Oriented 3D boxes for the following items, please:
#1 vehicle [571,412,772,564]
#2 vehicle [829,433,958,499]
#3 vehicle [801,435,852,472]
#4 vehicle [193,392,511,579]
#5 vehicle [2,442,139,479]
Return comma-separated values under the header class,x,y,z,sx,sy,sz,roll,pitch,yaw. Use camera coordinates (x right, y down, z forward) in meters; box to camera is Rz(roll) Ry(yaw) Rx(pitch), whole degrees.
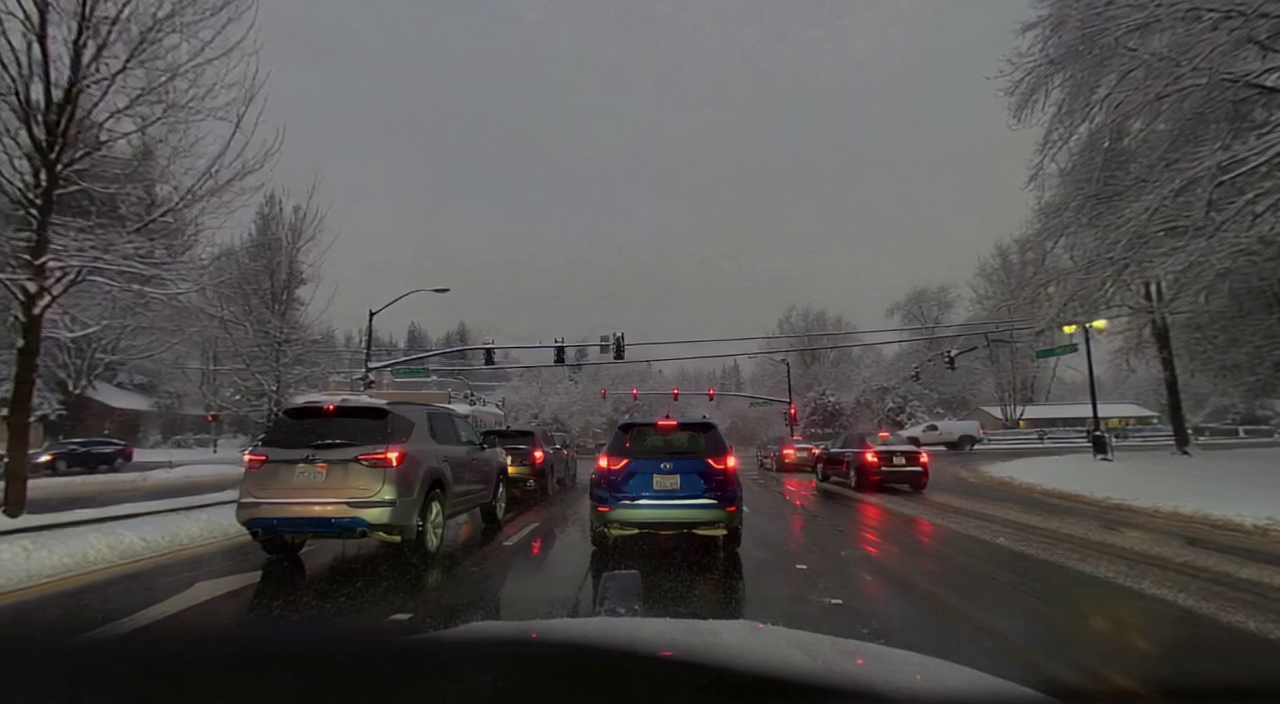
class,x,y,z,sx,sy,sz,roll,pitch,yaw
vehicle,0.371,1.795,9.038,2.189,1.649,4.171,0,-8,1
vehicle,6.860,3.111,17.621,2.067,1.599,4.251,-1,-8,4
vehicle,8.997,4.847,30.213,2.032,1.621,4.082,-3,-9,20
vehicle,-3.261,1.620,8.381,2.085,1.812,4.388,0,-8,1
vehicle,-23.904,4.539,26.643,1.966,1.415,4.084,0,-8,0
